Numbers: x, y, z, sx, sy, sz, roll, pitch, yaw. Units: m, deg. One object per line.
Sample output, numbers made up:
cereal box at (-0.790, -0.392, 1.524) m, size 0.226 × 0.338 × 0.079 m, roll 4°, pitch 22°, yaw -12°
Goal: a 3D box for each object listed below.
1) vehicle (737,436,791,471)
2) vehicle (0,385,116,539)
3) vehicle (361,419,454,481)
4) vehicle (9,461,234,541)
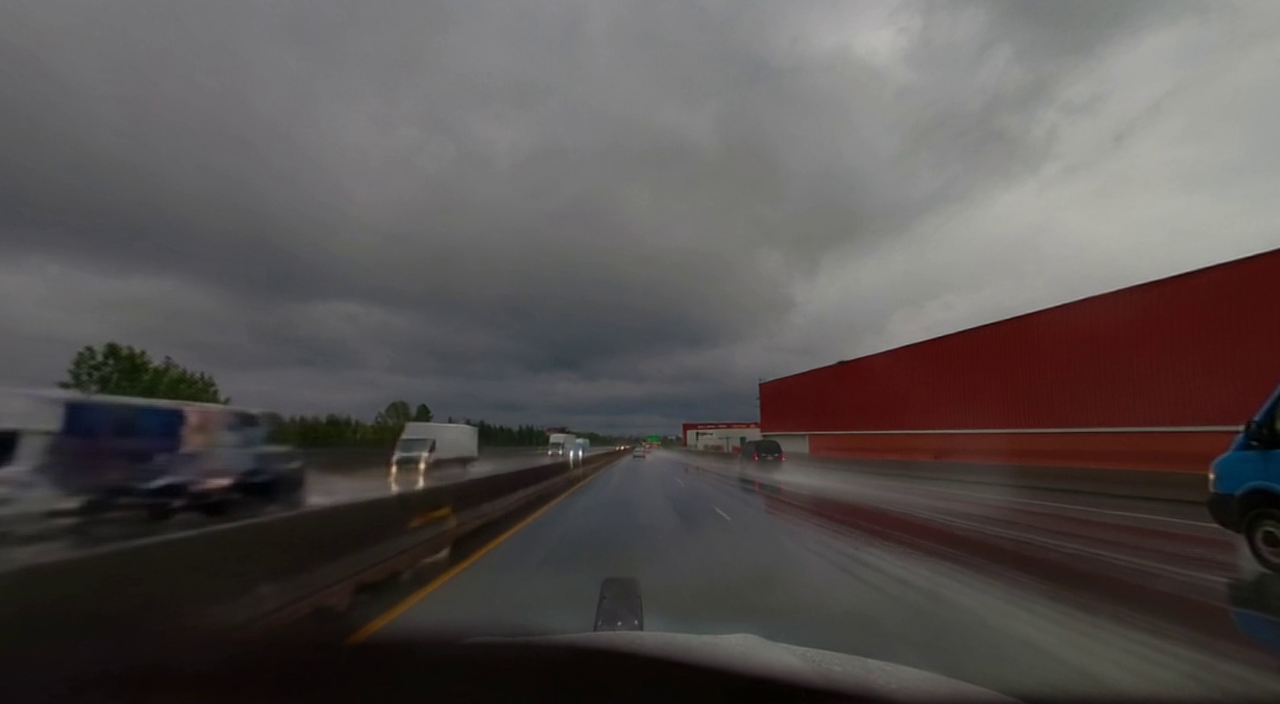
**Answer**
vehicle at (7.384, 6.145, 38.084) m, size 2.156 × 1.943 × 5.010 m, roll 0°, pitch -9°, yaw -1°
vehicle at (-15.855, 2.478, 14.169) m, size 2.894 × 3.430 × 5.832 m, roll 0°, pitch -9°, yaw -1°
vehicle at (-16.292, 6.988, 45.001) m, size 2.966 × 3.933 × 9.734 m, roll 0°, pitch -9°, yaw 0°
vehicle at (-11.281, 3.210, 14.112) m, size 1.741 × 1.447 × 3.839 m, roll 0°, pitch -9°, yaw 0°
